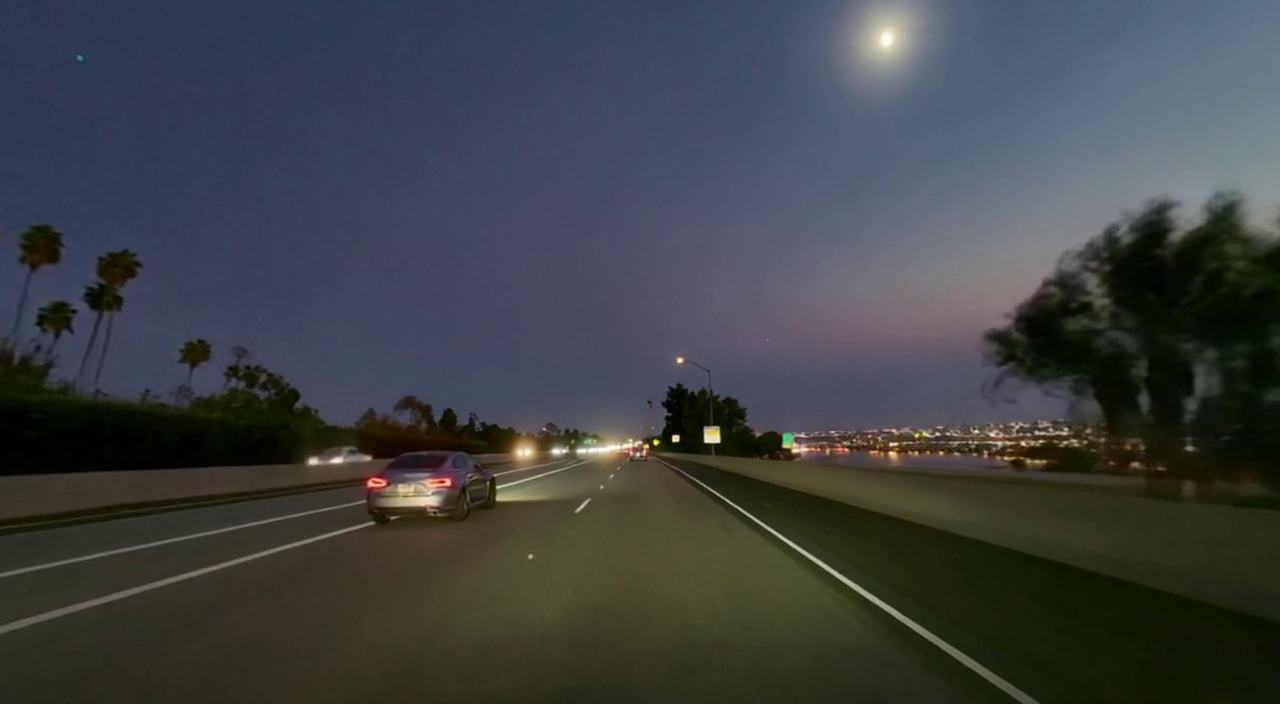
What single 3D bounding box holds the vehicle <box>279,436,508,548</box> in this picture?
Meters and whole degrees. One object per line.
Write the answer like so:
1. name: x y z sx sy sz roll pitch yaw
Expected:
1. vehicle: -4.010 2.338 11.351 2.092 1.562 4.748 0 -8 2
